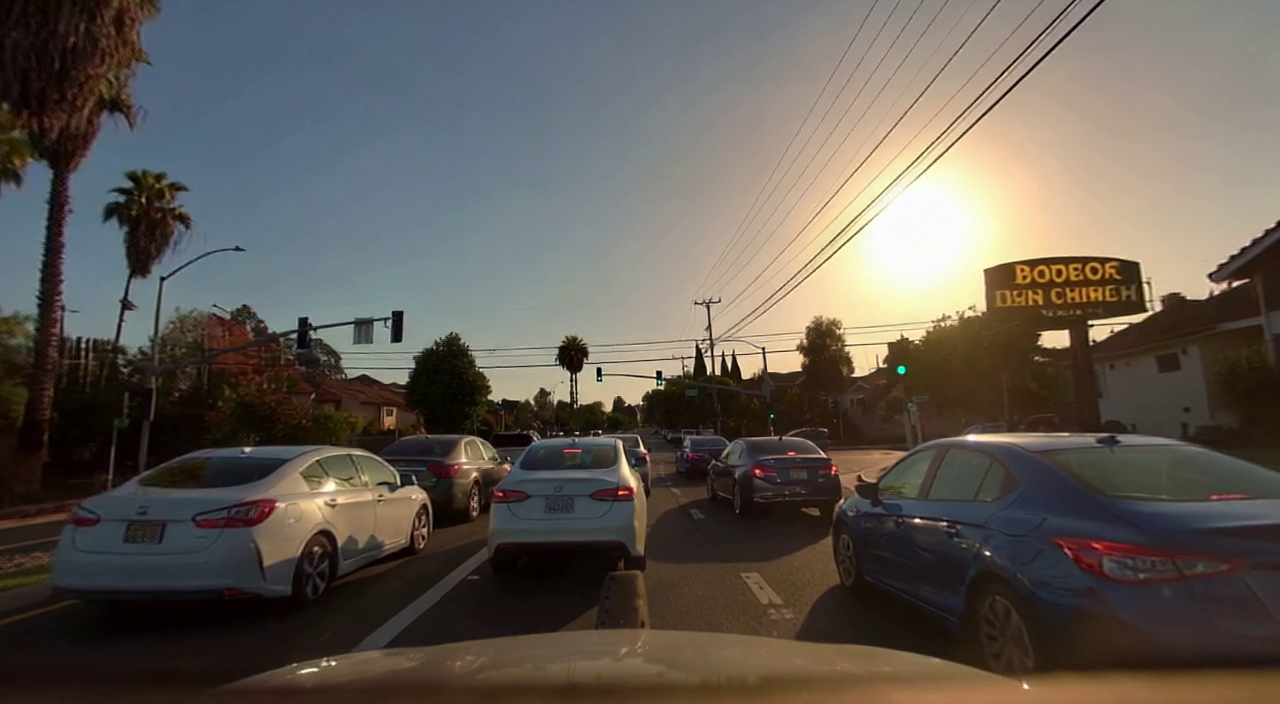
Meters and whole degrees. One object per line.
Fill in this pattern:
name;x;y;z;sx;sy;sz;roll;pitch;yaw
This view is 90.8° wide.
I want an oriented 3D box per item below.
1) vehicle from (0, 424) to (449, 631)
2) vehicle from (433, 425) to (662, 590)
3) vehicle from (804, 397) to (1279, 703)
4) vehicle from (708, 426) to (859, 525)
vehicle;-3.698;1.605;6.905;2.058;1.474;4.473;0;-8;-3
vehicle;-0.923;1.719;7.821;2.104;1.500;3.815;0;-8;-2
vehicle;2.768;1.211;4.381;2.014;1.464;4.312;0;-8;-1
vehicle;2.603;2.360;12.596;1.956;1.615;4.205;0;-9;-1
